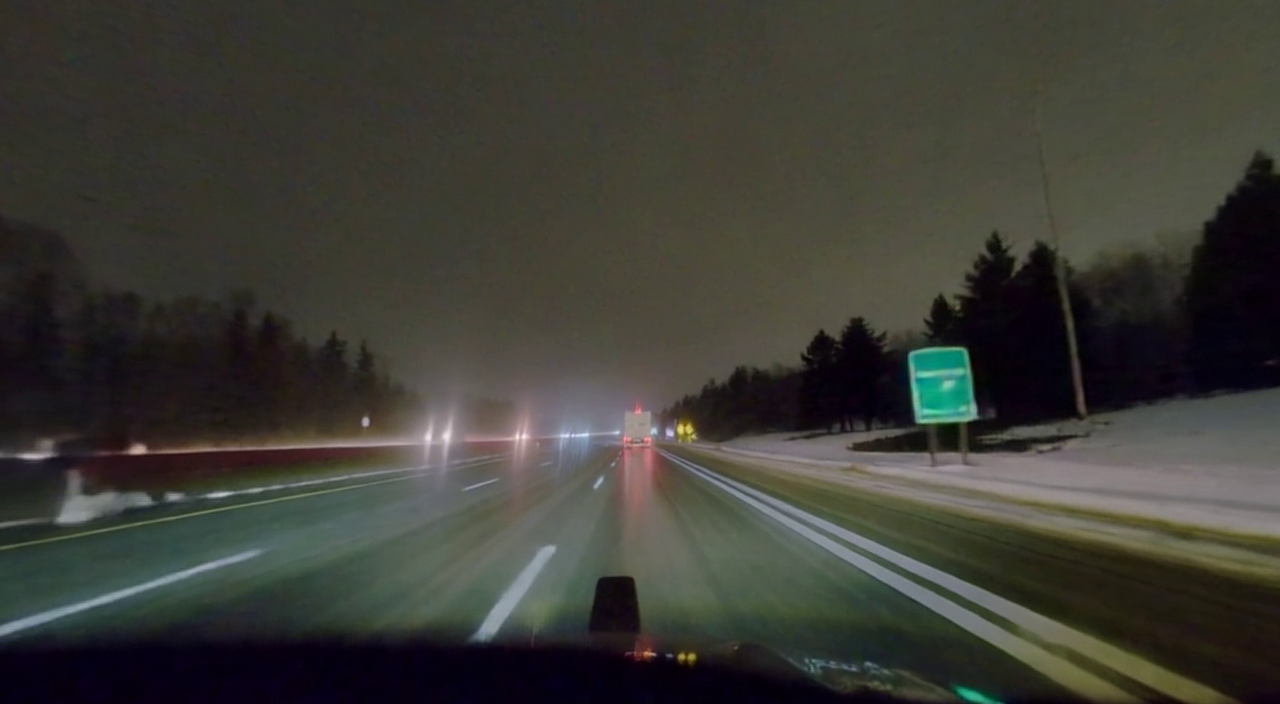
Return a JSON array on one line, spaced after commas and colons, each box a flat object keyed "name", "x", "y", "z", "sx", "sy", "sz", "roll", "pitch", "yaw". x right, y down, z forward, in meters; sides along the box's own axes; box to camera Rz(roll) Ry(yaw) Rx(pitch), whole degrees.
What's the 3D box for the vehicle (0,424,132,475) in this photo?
[{"name": "vehicle", "x": -19.075, "y": 3.097, "z": 20.151, "sx": 1.839, "sy": 1.447, "sz": 4.563, "roll": -1, "pitch": -8, "yaw": -1}]
